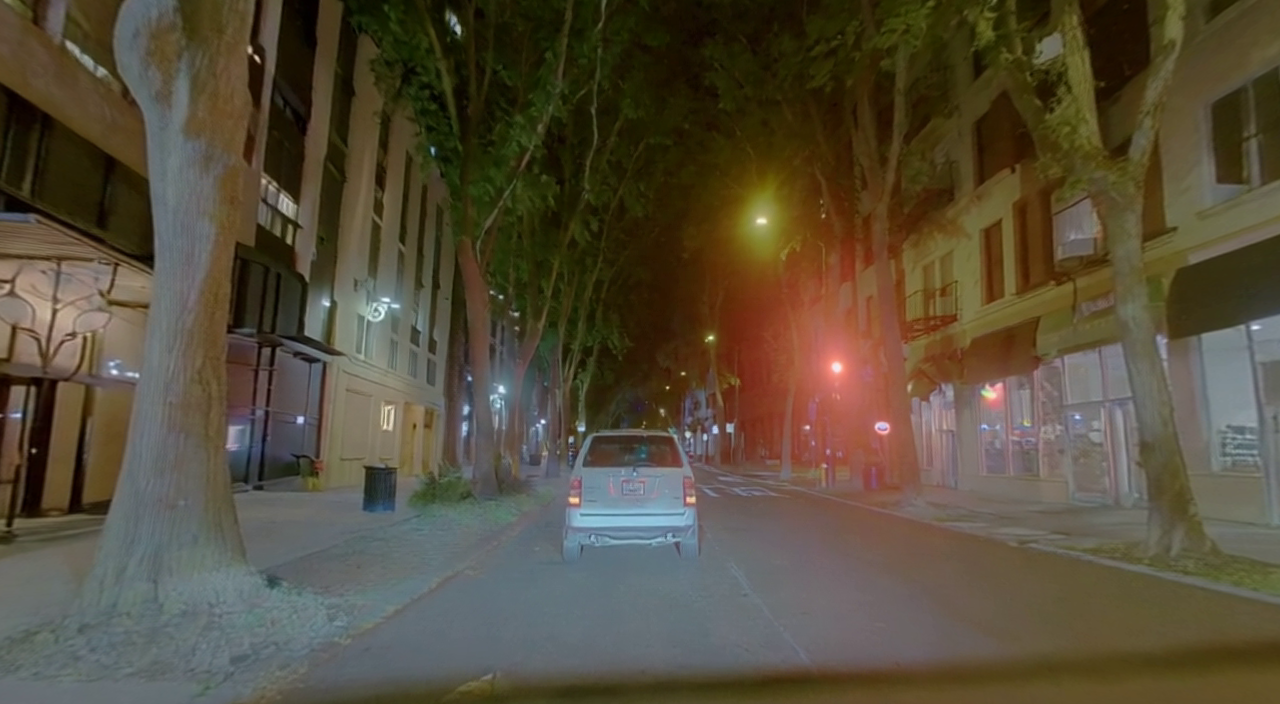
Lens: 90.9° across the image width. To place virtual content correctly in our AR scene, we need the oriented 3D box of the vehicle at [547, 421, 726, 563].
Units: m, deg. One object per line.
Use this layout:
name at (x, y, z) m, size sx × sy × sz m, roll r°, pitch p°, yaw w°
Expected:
vehicle at (-0.084, 1.912, 9.327) m, size 2.079 × 1.621 × 3.861 m, roll 0°, pitch -8°, yaw -1°

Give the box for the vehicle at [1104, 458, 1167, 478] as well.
vehicle at (37.462, 8.746, 47.676) m, size 3.445 × 1.363 × 1.608 m, roll 2°, pitch -9°, yaw -1°

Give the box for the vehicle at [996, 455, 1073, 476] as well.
vehicle at (29.814, 8.597, 47.723) m, size 4.668 × 1.441 × 1.904 m, roll 1°, pitch -9°, yaw -6°
